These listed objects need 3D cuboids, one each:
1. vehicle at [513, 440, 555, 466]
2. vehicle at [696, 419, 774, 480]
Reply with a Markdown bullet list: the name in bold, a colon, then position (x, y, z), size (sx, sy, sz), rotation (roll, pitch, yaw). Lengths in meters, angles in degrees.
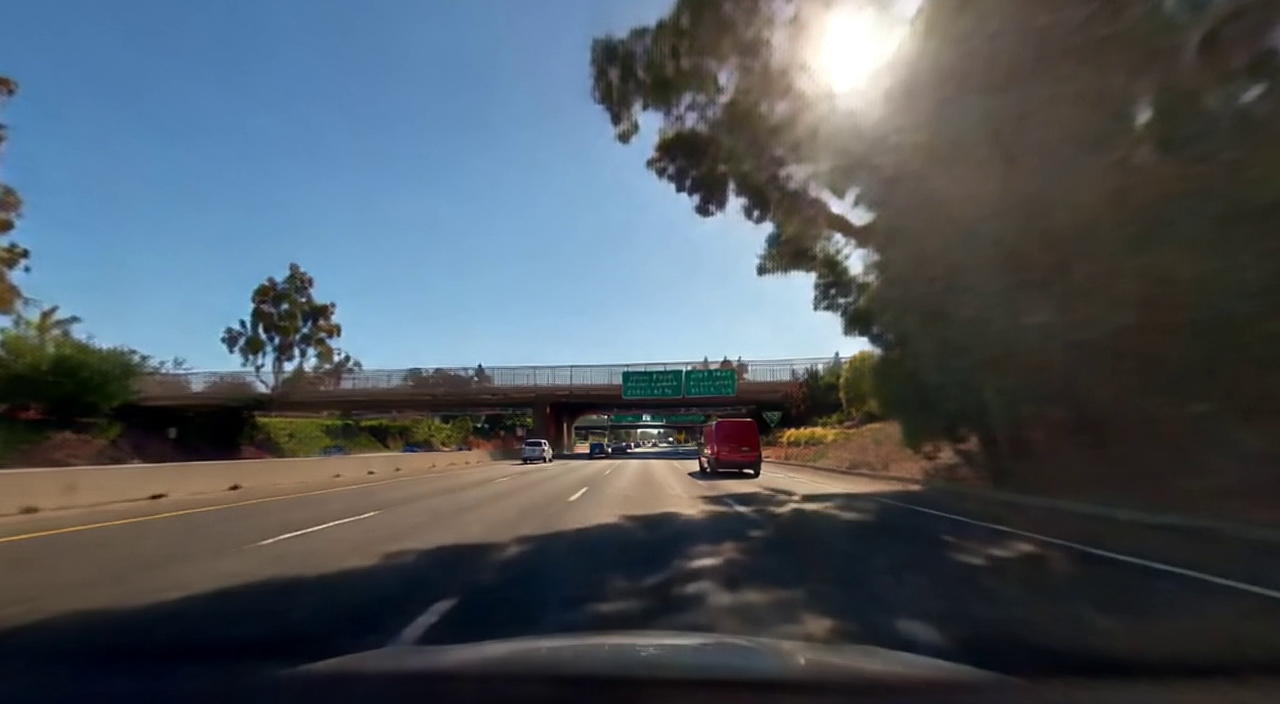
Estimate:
- **vehicle**: position (-7.313, 7.006, 43.924), size (2.068, 1.632, 4.623), rotation (-1, -8, 1)
- **vehicle**: position (3.803, 4.059, 26.397), size (2.347, 2.234, 5.352), rotation (0, -8, -1)
